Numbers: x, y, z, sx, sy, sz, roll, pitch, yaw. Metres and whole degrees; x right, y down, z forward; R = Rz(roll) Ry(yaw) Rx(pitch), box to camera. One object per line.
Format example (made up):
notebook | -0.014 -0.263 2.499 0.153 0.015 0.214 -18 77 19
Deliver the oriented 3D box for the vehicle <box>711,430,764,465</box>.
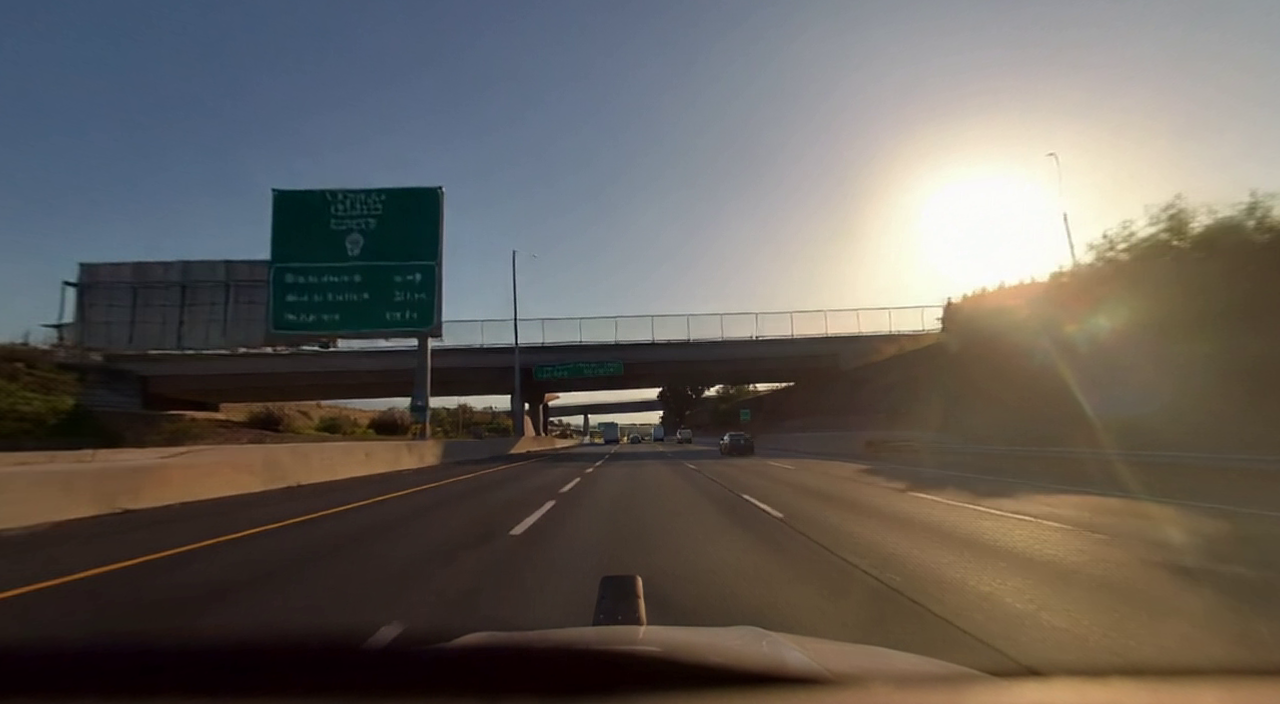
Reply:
vehicle | 4.418 4.364 29.028 1.802 1.492 3.804 0 -8 -1
